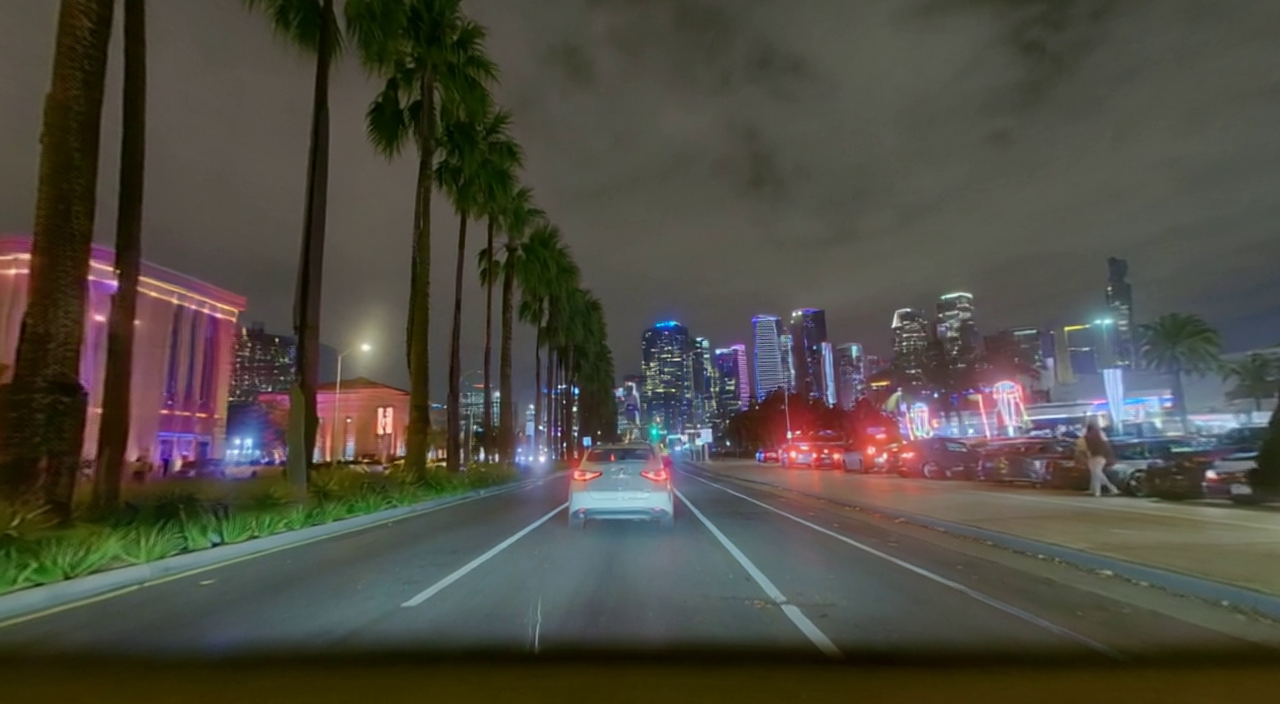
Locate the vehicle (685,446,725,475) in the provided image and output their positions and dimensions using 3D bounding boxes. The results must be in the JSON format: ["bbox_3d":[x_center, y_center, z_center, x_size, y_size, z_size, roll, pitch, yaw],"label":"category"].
[{"bbox_3d":[4.317,7.270,42.452,2.136,1.774,4.778,0,-9,0],"label":"vehicle"}]

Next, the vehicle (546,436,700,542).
[{"bbox_3d":[-0.240,2.288,11.158,2.235,1.528,3.876,0,-9,0],"label":"vehicle"}]

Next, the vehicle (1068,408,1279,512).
[{"bbox_3d":[12.914,2.262,13.657,5.301,1.962,2.431,-3,-8,4],"label":"vehicle"}]
